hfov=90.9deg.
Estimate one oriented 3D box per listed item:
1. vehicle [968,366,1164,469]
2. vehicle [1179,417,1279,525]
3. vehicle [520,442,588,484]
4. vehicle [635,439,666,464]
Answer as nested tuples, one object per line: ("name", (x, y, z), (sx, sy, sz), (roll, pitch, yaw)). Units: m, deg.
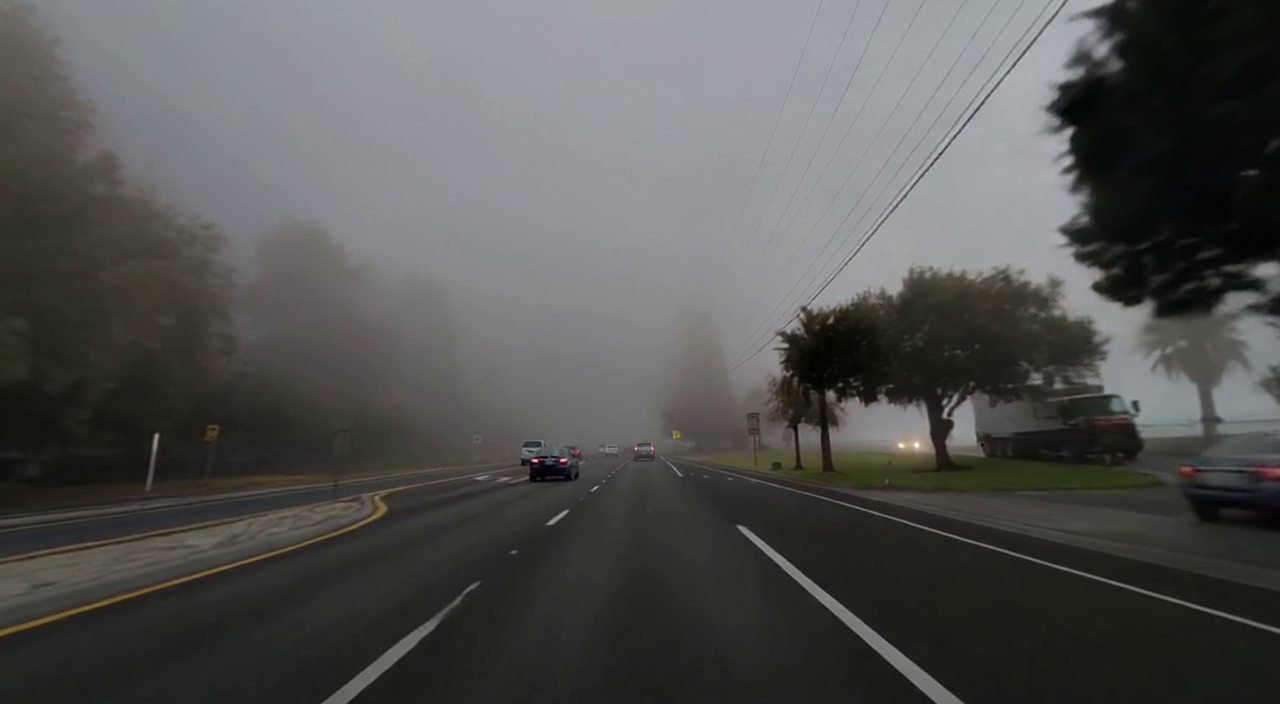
("vehicle", (19.839, 3.106, 30.414), (2.923, 4.081, 8.860), (-3, -5, -1))
("vehicle", (11.108, 1.874, 10.171), (4.420, 1.541, 2.062), (5, -10, -28))
("vehicle", (-3.206, 4.239, 24.411), (1.982, 1.451, 4.152), (0, -9, 1))
("vehicle", (0.775, 7.361, 46.811), (2.155, 1.781, 3.977), (0, -9, 1))
